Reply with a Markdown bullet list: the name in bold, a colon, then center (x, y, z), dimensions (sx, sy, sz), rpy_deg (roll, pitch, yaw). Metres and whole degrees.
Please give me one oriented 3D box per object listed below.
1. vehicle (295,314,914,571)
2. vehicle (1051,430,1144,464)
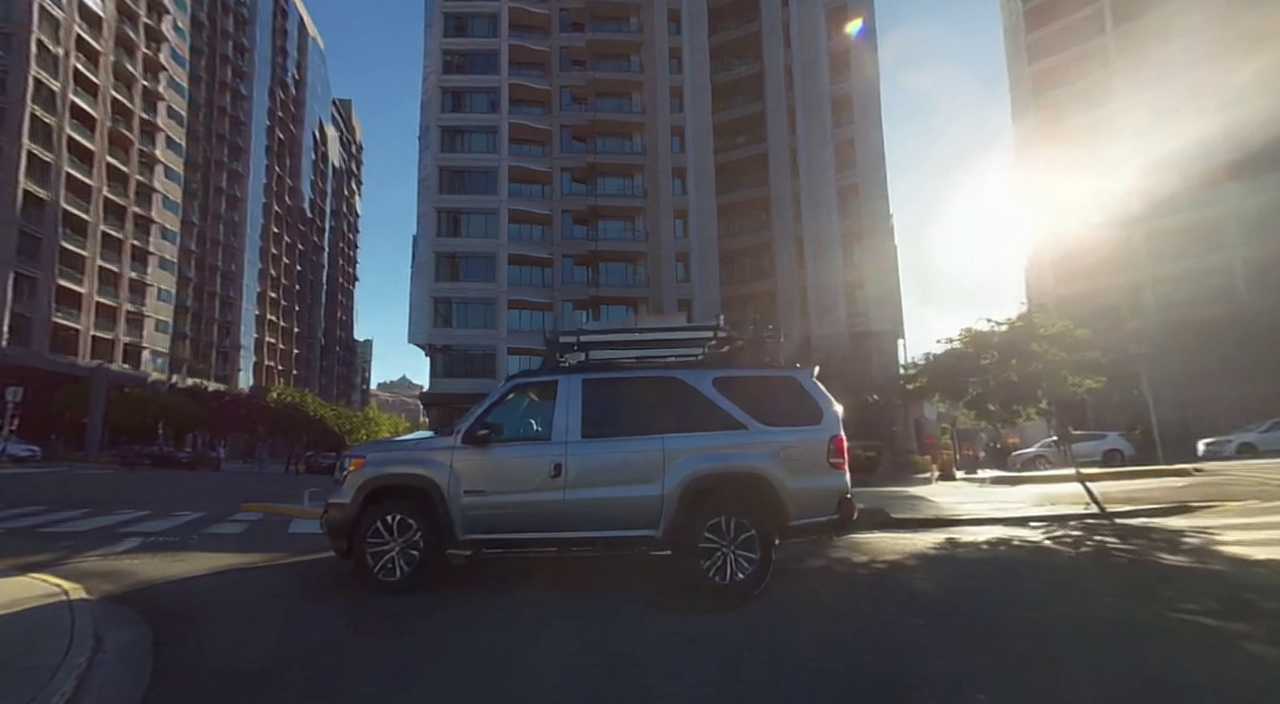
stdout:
- **vehicle**: center (-0.447, 1.182, 8.386), dimensions (6.932, 2.753, 2.446), rpy_deg (-1, -9, 6)
- **vehicle**: center (24.526, 5.119, 33.928), dimensions (3.827, 1.677, 1.898), rpy_deg (-6, -10, 33)
